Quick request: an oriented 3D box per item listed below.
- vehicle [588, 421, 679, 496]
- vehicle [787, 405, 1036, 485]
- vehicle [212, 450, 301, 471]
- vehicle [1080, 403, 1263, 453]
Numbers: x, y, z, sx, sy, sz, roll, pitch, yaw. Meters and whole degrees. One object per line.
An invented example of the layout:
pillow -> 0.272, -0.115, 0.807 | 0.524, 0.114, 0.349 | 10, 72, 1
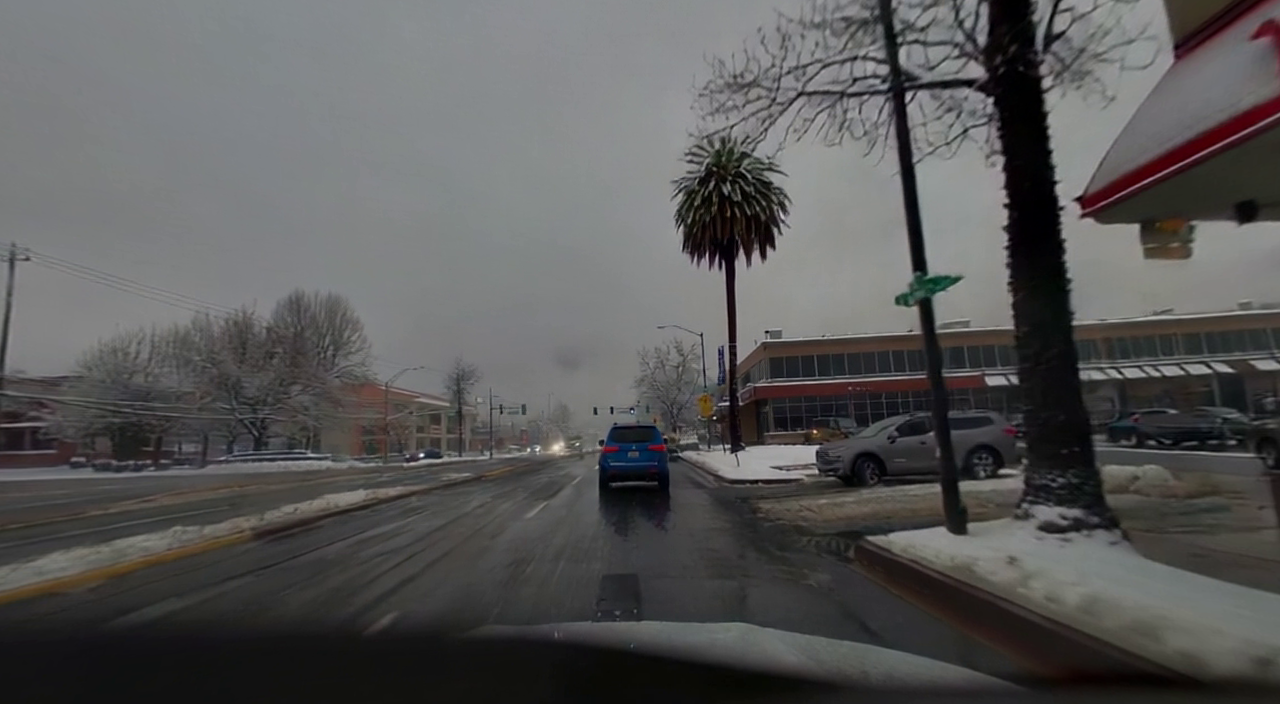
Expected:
vehicle -> -0.198, 2.892, 17.458 | 2.234, 1.818, 3.869 | 0, -9, -1
vehicle -> 6.192, 2.197, 14.967 | 4.828, 1.733, 2.231 | 0, -9, -1
vehicle -> -27.104, 7.666, 44.868 | 5.154, 1.343, 1.943 | 4, -9, -23
vehicle -> 19.918, 2.977, 24.136 | 2.080, 1.702, 5.430 | 0, -9, -3
